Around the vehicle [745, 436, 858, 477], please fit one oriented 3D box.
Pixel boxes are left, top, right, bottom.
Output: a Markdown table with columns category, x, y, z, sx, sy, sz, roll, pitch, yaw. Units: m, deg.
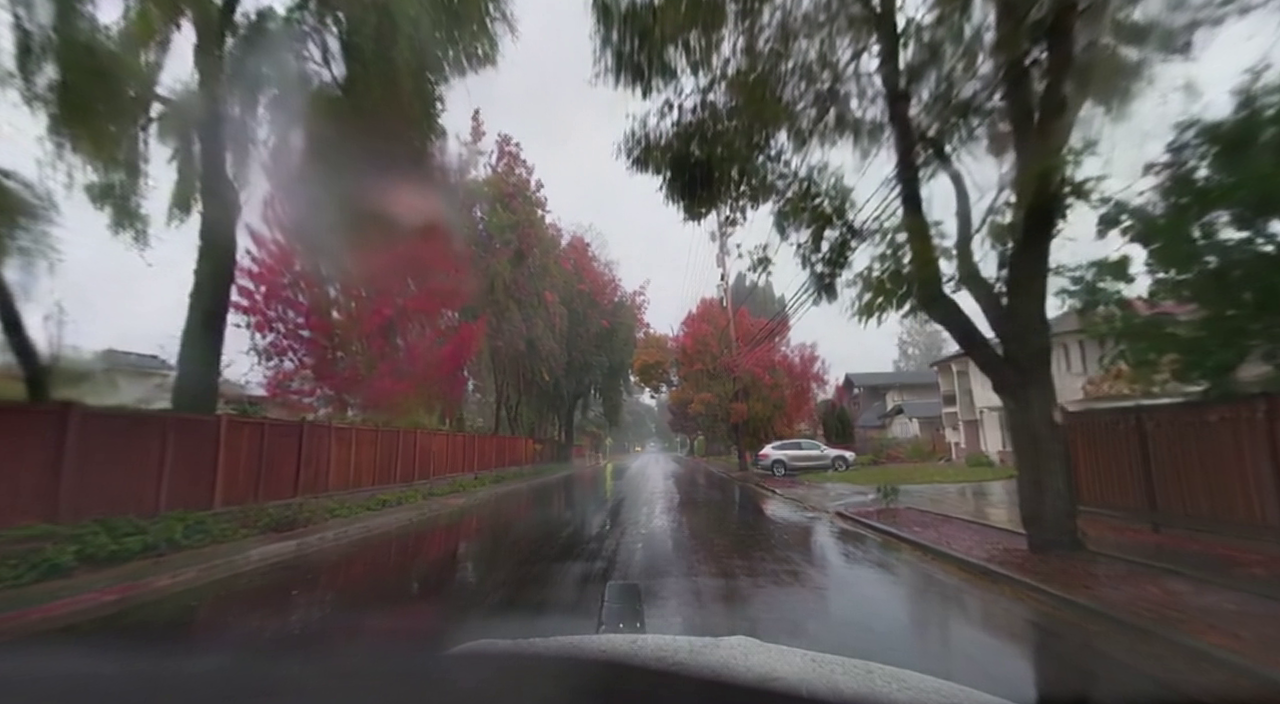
| category | x | y | z | sx | sy | sz | roll | pitch | yaw |
| --- | --- | --- | --- | --- | --- | --- | --- | --- | --- |
| vehicle | 7.570 | 4.950 | 30.045 | 4.806 | 1.851 | 2.050 | -1 | -9 | 3 |
